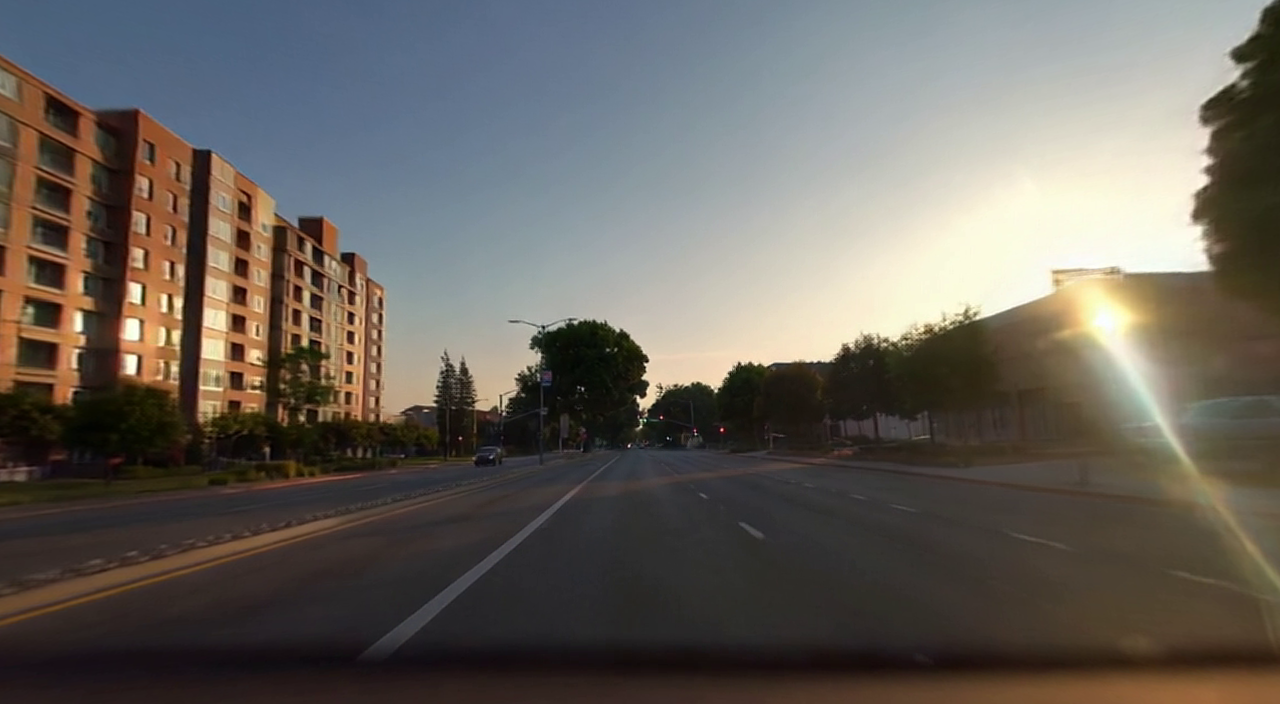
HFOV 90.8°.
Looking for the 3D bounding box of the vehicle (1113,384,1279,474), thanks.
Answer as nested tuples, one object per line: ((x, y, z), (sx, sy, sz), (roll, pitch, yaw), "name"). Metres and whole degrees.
((19.724, 2.529, 20.656), (6.543, 2.736, 2.324), (0, -9, -3), "vehicle")
